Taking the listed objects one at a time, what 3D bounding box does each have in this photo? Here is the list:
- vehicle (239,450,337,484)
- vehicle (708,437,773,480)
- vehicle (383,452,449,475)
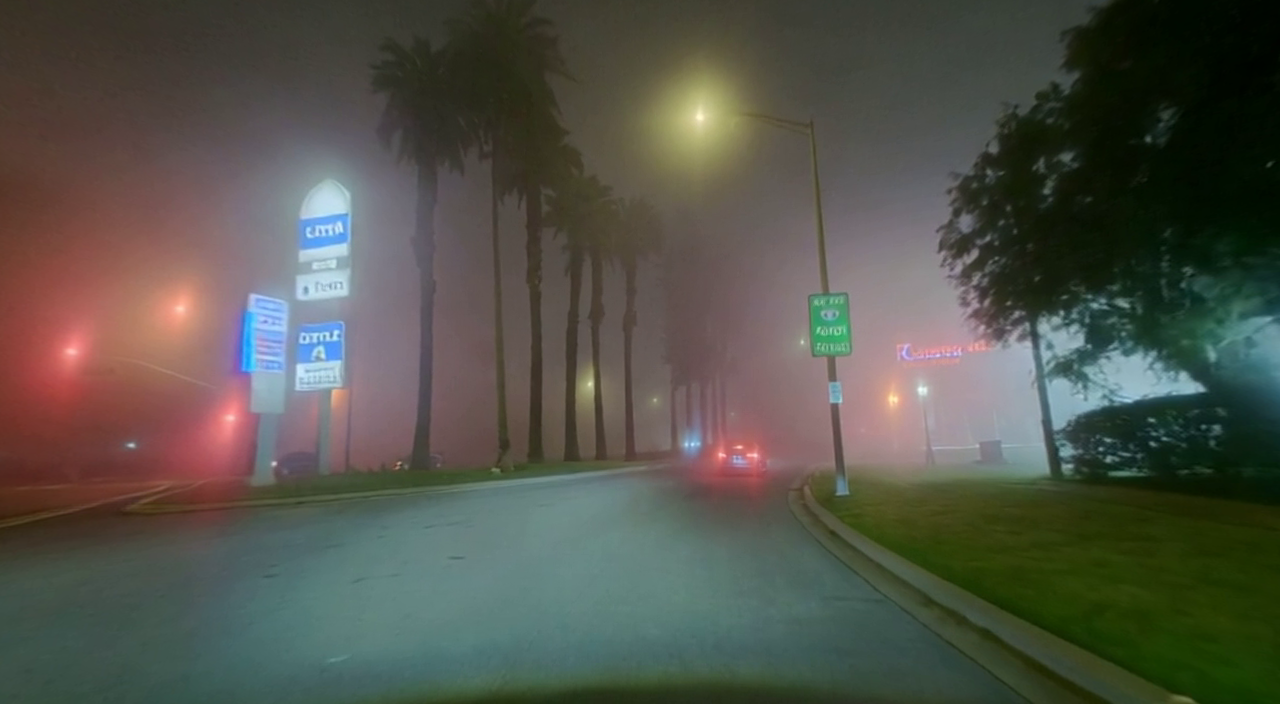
[{"bbox_3d":[-18.731,6.091,33.702,1.884,1.651,4.330,-3,-9,18],"label":"vehicle"},{"bbox_3d":[4.015,4.094,24.495,2.050,1.509,4.148,-2,-9,15],"label":"vehicle"},{"bbox_3d":[-15.521,7.759,43.878,1.825,1.441,4.656,-3,-9,18],"label":"vehicle"}]
